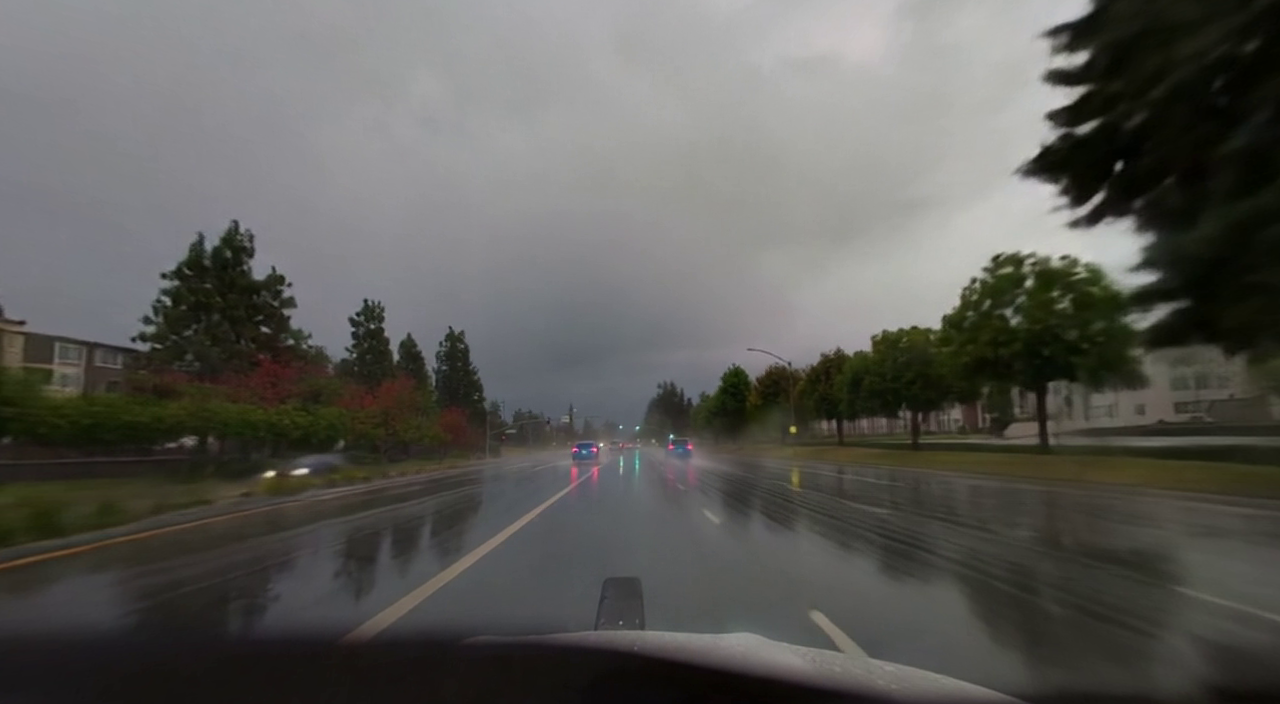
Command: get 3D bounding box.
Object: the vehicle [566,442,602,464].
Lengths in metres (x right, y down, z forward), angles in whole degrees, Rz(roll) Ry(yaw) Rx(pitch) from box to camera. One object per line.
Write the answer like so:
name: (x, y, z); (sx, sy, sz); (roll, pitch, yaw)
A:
vehicle: (-3.852, 7.052, 44.339); (2.112, 1.471, 4.212); (0, -8, 0)

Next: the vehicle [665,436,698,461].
vehicle: (2.979, 7.074, 46.313); (2.072, 1.696, 4.177); (0, -8, -1)

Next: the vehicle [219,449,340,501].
vehicle: (-12.325, 4.194, 21.940); (1.853, 1.595, 3.960); (0, -8, -1)
